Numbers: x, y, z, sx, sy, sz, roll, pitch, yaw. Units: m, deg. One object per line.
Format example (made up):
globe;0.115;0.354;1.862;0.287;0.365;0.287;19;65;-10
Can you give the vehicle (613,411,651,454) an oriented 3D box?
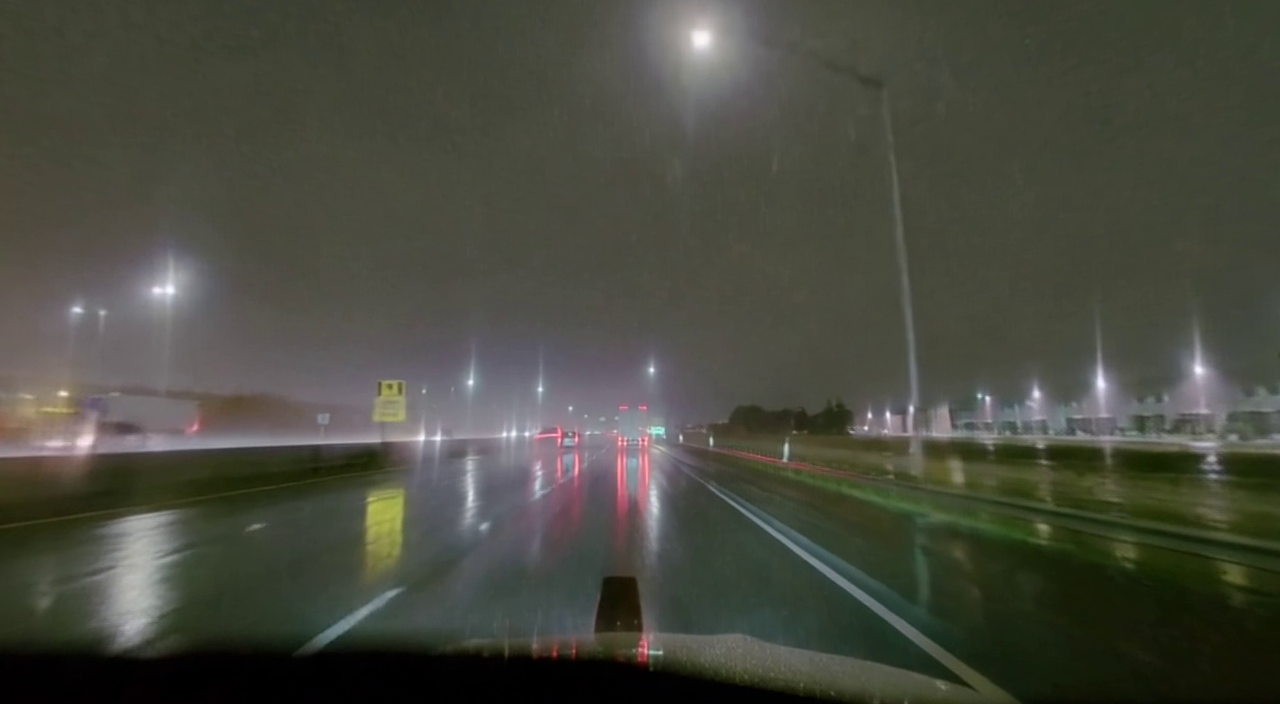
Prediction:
vehicle;-0.634;5.524;43.190;2.418;2.704;6.445;0;-8;-2

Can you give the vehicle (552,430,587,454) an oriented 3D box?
vehicle;-4.694;6.041;42.224;1.932;1.544;3.864;0;-8;-1

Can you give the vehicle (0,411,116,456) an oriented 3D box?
vehicle;-23.970;3.283;25.341;1.993;1.658;4.276;0;-8;-1
